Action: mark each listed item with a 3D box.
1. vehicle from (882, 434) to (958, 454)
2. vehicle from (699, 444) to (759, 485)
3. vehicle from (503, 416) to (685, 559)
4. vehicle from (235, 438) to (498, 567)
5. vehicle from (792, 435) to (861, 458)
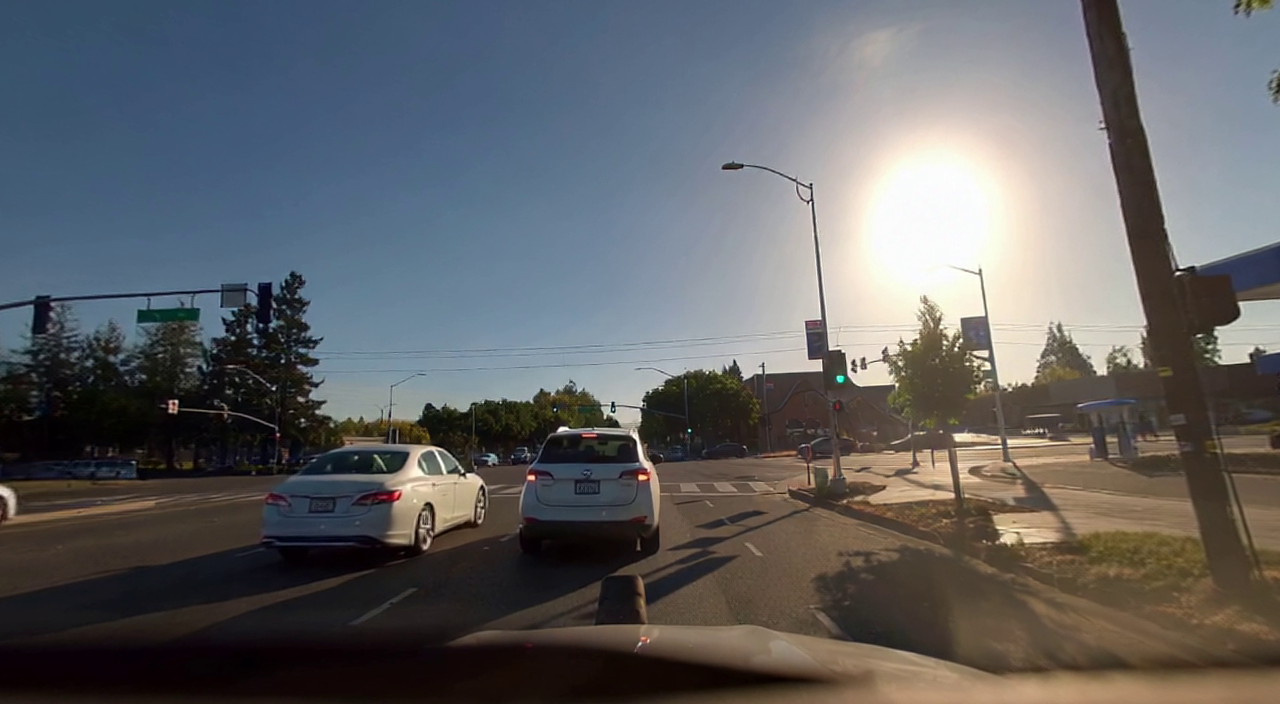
[{"bbox_3d":[20.746,6.831,46.936,4.700,1.417,1.789,0,-8,2],"label":"vehicle"},{"bbox_3d":[3.583,4.356,24.844,1.976,1.462,4.342,-2,-9,12],"label":"vehicle"},{"bbox_3d":[-0.569,1.965,9.874,2.210,1.722,4.215,0,-8,0],"label":"vehicle"},{"bbox_3d":[-3.697,2.086,9.601,2.003,1.492,4.291,0,-8,1],"label":"vehicle"},{"bbox_3d":[13.889,7.056,47.222,4.524,1.681,1.823,0,-8,-1],"label":"vehicle"}]
